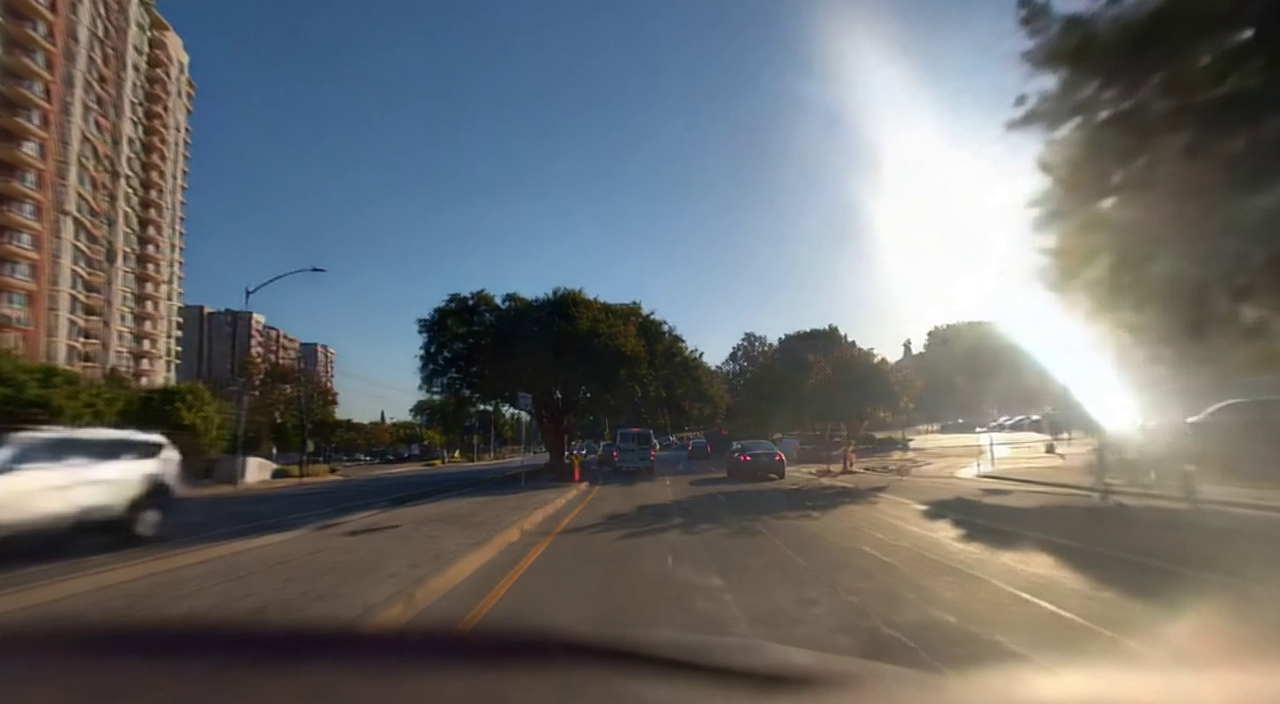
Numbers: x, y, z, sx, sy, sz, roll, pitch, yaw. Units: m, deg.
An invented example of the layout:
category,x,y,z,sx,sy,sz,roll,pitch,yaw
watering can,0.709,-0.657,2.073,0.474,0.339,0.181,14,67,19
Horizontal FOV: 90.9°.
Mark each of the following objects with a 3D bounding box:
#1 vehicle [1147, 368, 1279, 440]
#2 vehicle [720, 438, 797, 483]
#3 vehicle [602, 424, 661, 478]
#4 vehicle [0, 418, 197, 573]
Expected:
category,x,y,z,sx,sy,sz,roll,pitch,yaw
vehicle,38.845,3.055,39.245,10.985,3.740,2.994,-6,-9,5
vehicle,4.302,4.026,23.685,2.075,1.486,4.316,0,-8,0
vehicle,-0.489,4.382,28.119,2.396,2.143,4.824,0,-8,-4
vehicle,-8.872,1.967,9.069,1.873,1.894,4.186,0,-8,0
